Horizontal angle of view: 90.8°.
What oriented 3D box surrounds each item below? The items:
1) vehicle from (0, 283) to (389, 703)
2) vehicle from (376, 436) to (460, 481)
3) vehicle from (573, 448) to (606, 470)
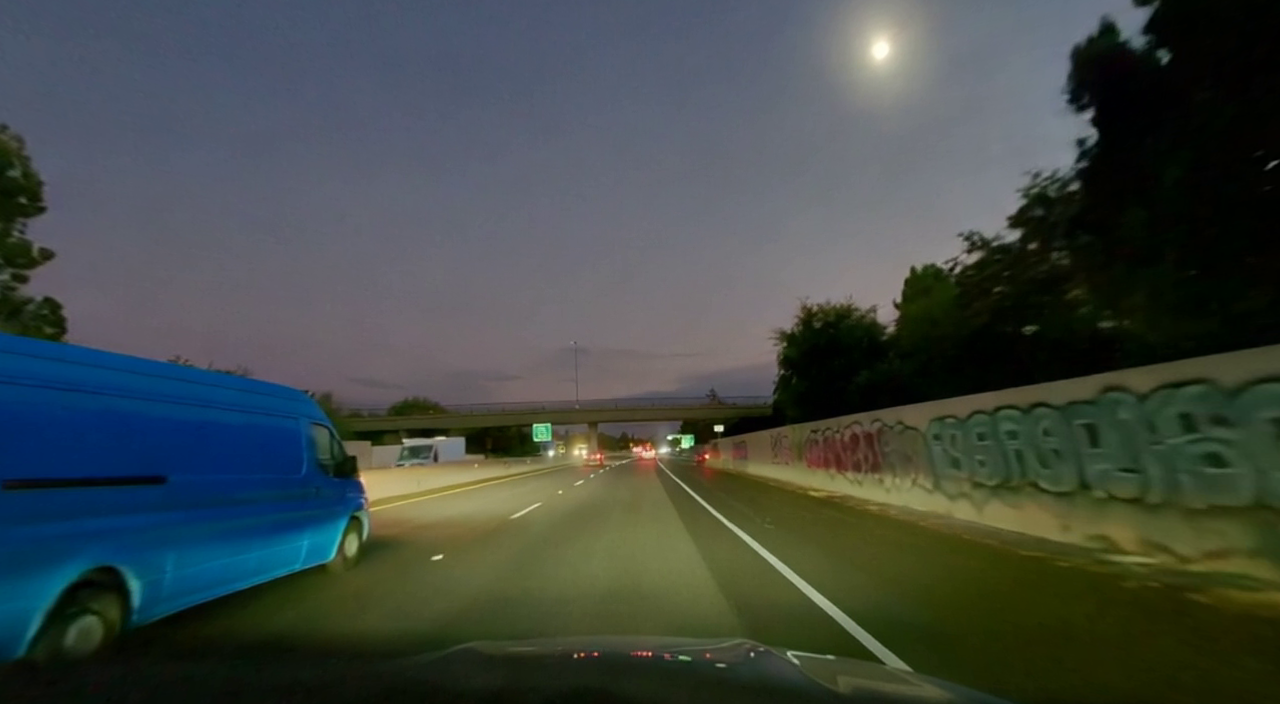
[{"bbox_3d":[-3.890,0.961,4.205,2.310,2.030,5.094,0,-9,0],"label":"vehicle"},{"bbox_3d":[-12.471,6.019,36.005,2.473,2.305,6.168,0,-9,1],"label":"vehicle"},{"bbox_3d":[-3.518,7.561,44.797,1.994,1.471,3.962,0,-9,0],"label":"vehicle"}]
